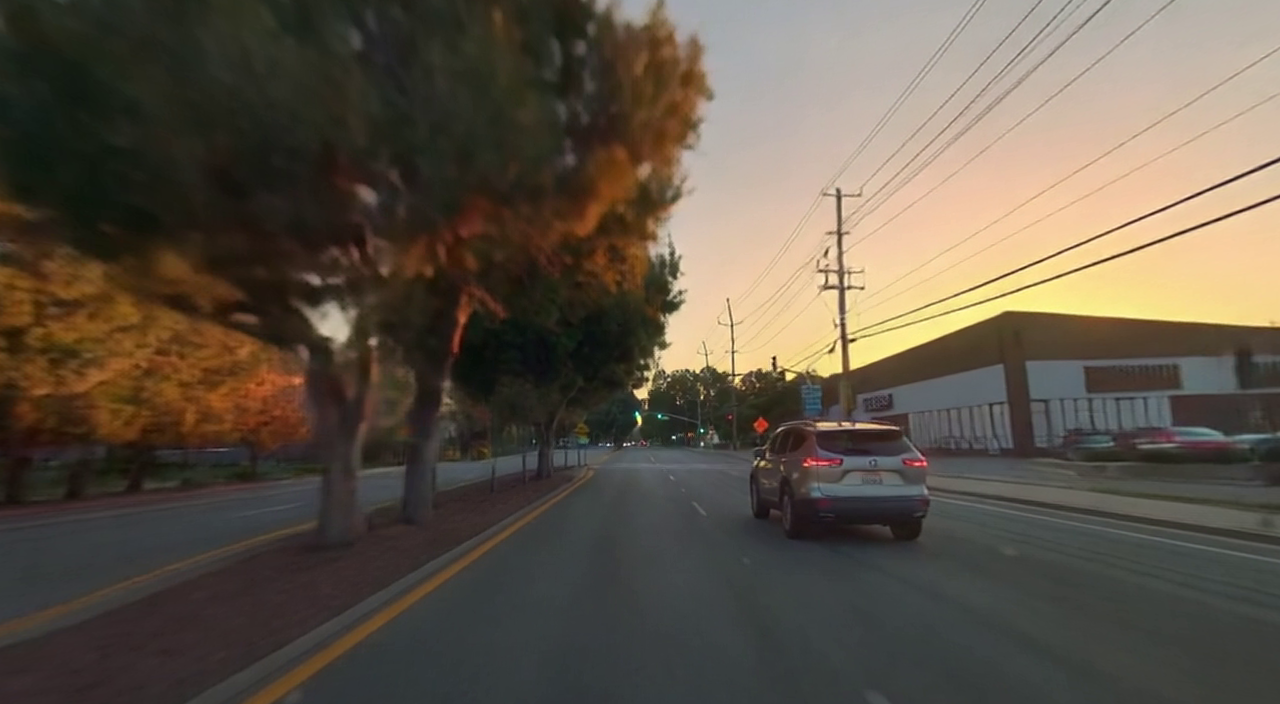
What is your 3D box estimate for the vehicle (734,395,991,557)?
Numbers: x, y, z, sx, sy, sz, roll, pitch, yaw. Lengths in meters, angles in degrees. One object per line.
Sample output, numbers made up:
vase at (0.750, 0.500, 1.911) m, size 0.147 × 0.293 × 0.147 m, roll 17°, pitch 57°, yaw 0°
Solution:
vehicle at (2.884, 1.757, 9.599) m, size 2.060 × 1.820 × 4.713 m, roll 0°, pitch -8°, yaw -1°
